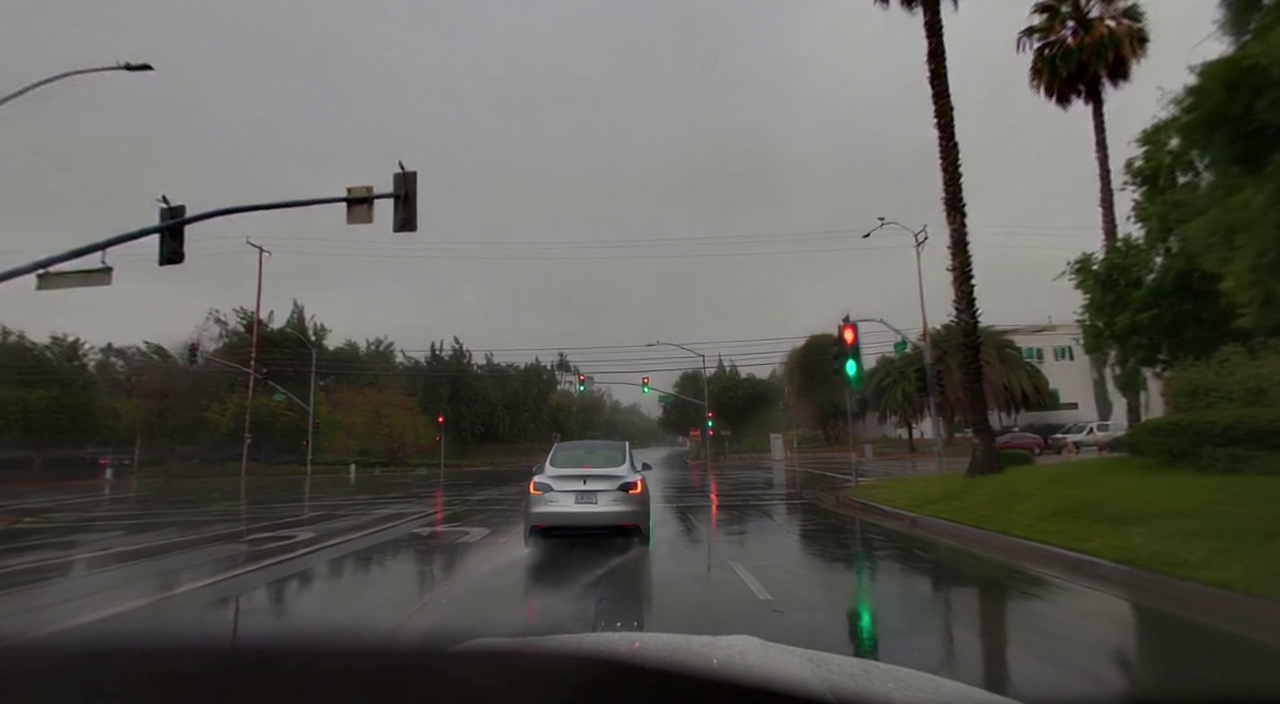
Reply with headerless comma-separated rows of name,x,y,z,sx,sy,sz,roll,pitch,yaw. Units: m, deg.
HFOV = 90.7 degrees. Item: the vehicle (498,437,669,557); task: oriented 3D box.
vehicle,-0.760,2.155,10.167,2.152,1.478,4.229,0,-9,-1
